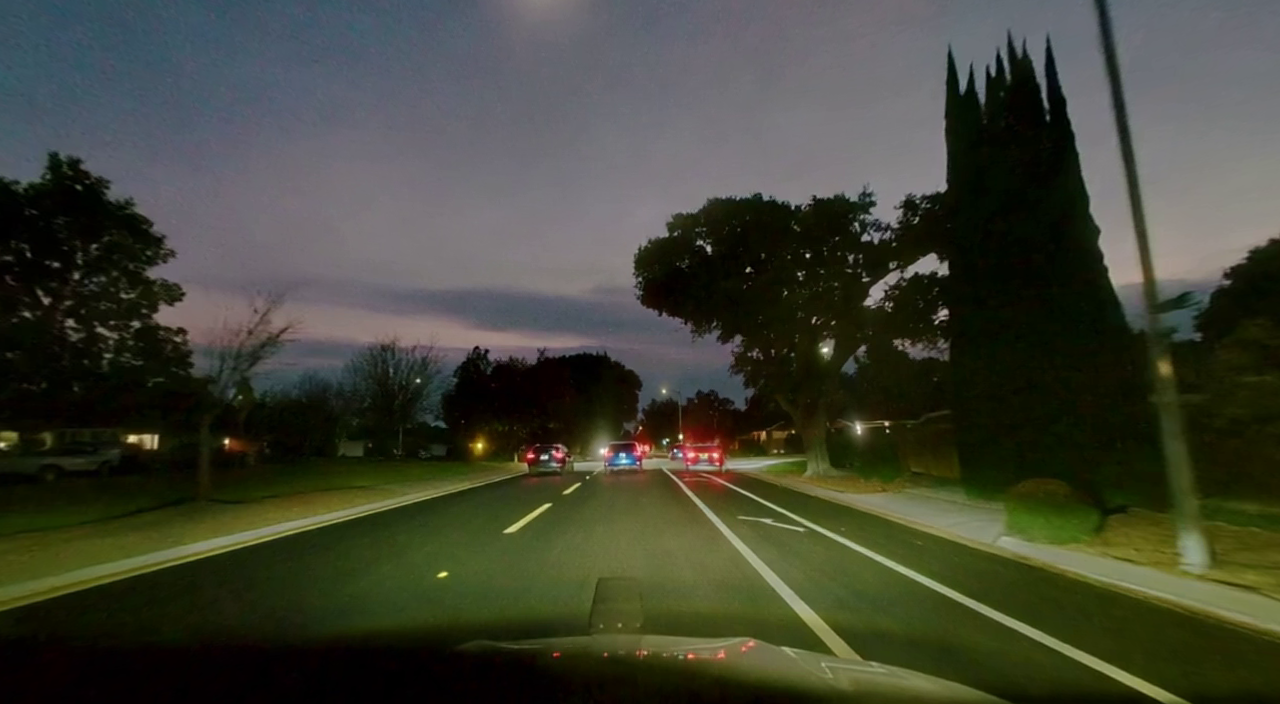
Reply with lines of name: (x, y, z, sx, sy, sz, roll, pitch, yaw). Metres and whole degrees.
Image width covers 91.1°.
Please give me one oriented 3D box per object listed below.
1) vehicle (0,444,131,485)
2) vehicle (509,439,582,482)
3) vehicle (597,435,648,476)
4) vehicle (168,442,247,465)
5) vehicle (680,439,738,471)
vehicle: (-23.924, 4.620, 26.149, 1.928, 1.557, 4.181, 0, -9, -1)
vehicle: (-3.448, 4.067, 23.835, 2.032, 1.433, 4.458, 0, -8, 1)
vehicle: (-0.765, 4.776, 29.221, 2.220, 1.742, 4.047, 0, -8, 0)
vehicle: (-33.397, 7.841, 48.519, 4.600, 1.698, 1.993, 0, -8, 3)
vehicle: (4.047, 5.905, 36.115, 2.192, 1.677, 4.820, -3, -9, 19)
